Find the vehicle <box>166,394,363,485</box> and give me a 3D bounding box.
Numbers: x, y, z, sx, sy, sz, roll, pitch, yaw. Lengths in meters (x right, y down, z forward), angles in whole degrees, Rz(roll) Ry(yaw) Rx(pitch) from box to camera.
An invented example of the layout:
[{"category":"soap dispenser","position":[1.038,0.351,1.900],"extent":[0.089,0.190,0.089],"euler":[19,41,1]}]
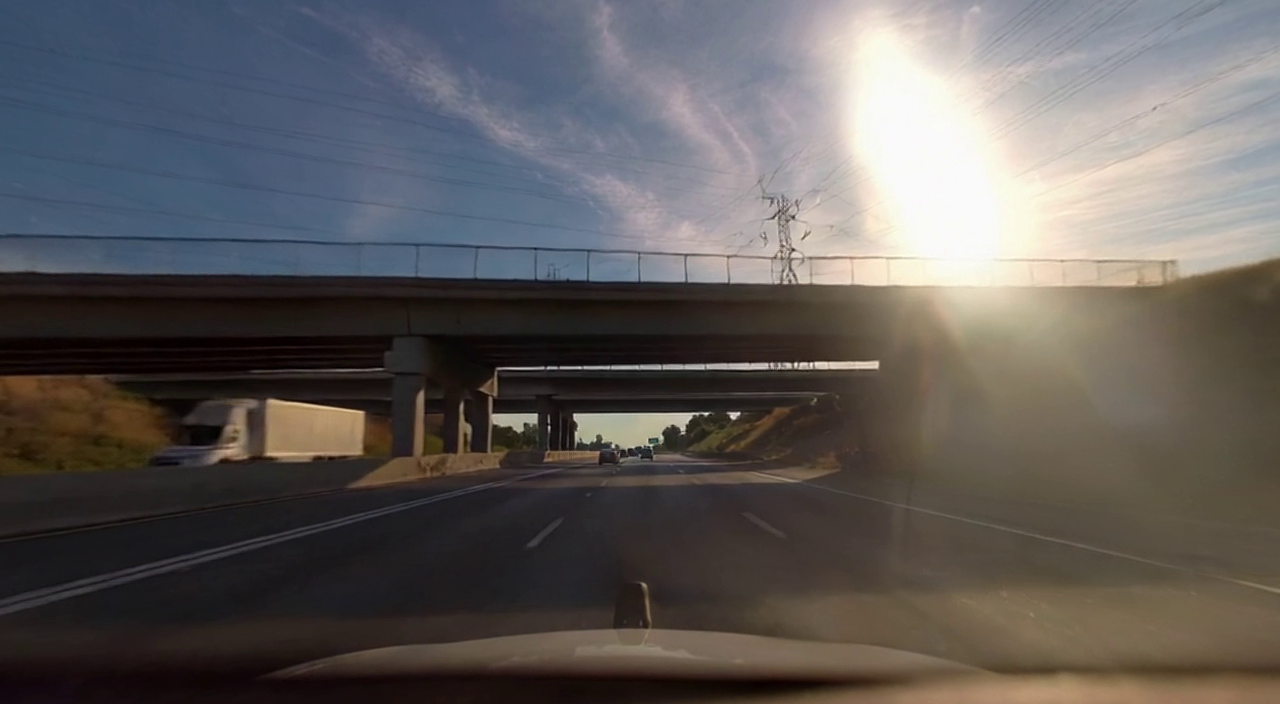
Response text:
[{"category":"vehicle","position":[-19.691,4.919,34.829],"extent":[2.890,4.006,13.229],"euler":[0,-9,0]}]
